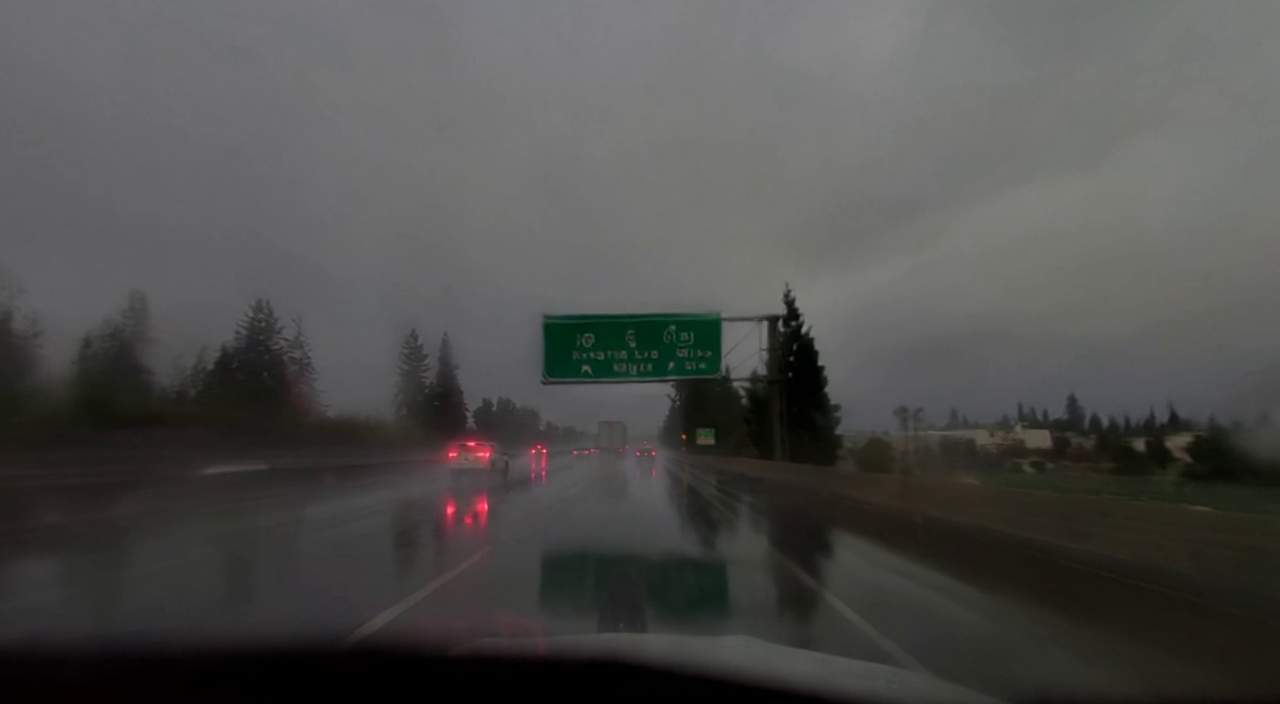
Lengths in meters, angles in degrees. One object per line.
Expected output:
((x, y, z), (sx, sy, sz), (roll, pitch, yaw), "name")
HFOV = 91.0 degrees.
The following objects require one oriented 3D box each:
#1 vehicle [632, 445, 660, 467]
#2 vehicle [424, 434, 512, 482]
((0.463, 7.426, 45.170), (1.931, 1.528, 4.126), (0, -9, 1), "vehicle")
((-7.150, 4.472, 26.875), (2.115, 1.778, 5.572), (0, -9, 1), "vehicle")
